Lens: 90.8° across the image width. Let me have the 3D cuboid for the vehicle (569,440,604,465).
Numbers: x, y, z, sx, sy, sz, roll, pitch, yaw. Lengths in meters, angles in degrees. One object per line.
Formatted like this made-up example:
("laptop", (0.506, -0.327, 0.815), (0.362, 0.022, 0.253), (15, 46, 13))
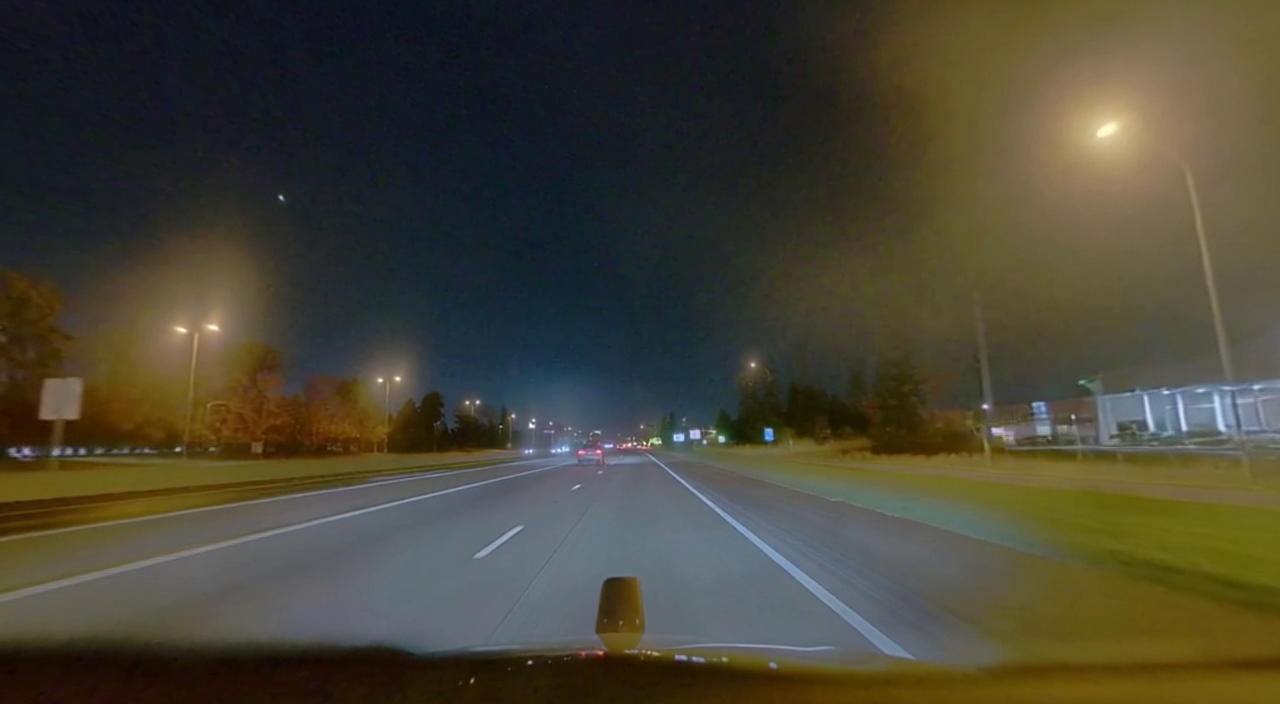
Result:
("vehicle", (-3.823, 7.335, 46.248), (2.150, 1.761, 4.697), (0, -8, 0))
